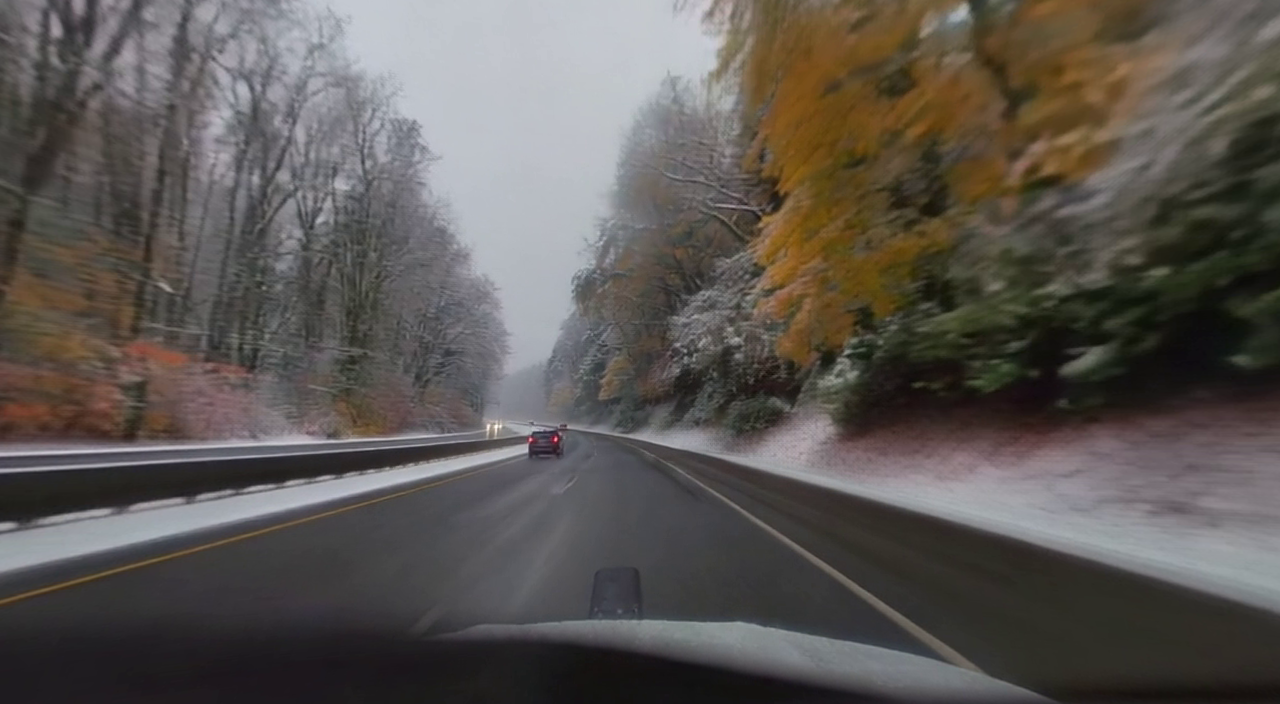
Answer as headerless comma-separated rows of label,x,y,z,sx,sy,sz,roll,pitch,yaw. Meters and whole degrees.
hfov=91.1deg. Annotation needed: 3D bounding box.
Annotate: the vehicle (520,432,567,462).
vehicle,-5.318,5.282,35.223,2.073,1.559,4.393,0,-8,-2
